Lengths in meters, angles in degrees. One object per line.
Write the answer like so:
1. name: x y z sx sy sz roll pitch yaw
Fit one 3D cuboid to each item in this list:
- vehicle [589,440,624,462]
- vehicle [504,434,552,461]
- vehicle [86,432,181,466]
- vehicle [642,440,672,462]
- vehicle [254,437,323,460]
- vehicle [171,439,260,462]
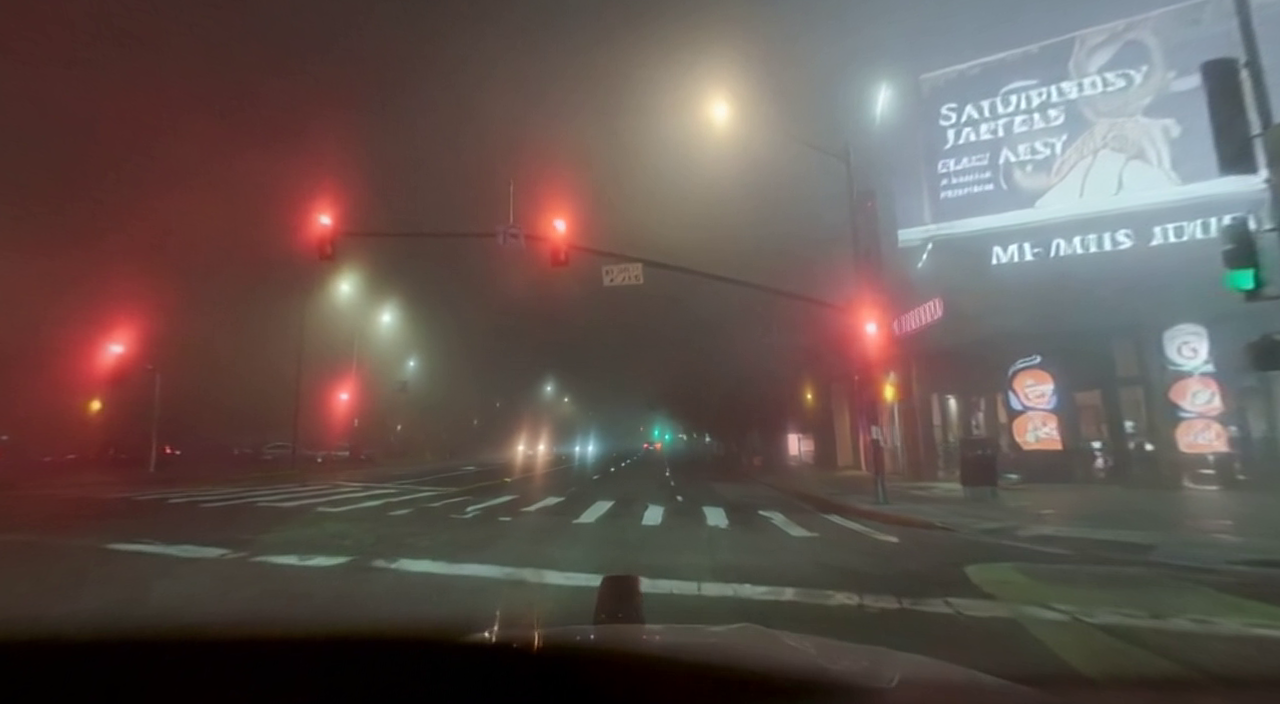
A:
1. vehicle: -2.329 7.030 44.818 1.962 1.420 4.021 0 -9 5
2. vehicle: -8.055 6.955 45.967 2.281 1.834 4.736 0 -9 4
3. vehicle: -28.236 5.408 35.317 1.643 1.755 3.666 -4 -9 34
4. vehicle: 1.315 7.583 48.574 2.168 1.545 4.047 1 -9 1
5. vehicle: -27.560 7.583 49.642 1.969 1.636 4.136 -4 -10 30
6. vehicle: -28.090 6.543 41.988 1.755 1.445 4.485 -4 -10 30
